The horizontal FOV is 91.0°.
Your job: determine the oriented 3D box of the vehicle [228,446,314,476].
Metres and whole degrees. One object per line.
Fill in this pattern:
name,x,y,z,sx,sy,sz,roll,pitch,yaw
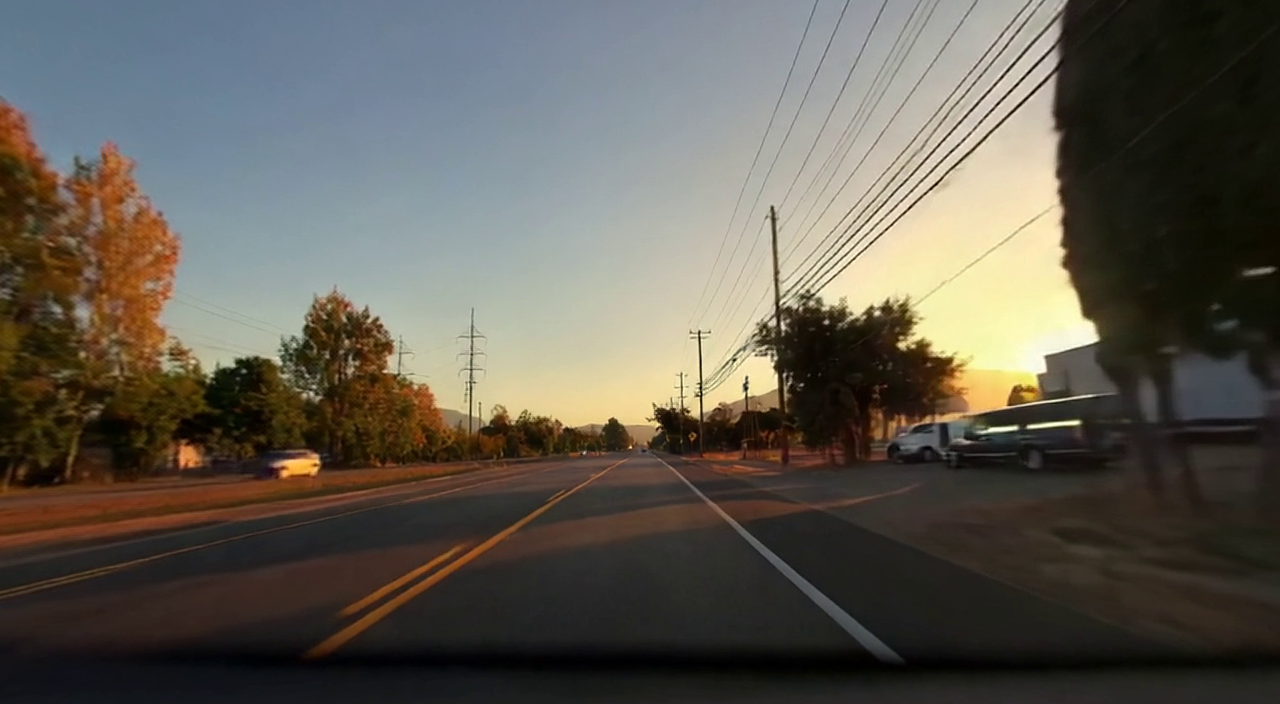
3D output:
vehicle,-24.951,7.364,42.908,2.240,1.879,5.771,0,-9,1

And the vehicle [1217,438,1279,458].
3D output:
vehicle,47.636,7.427,48.773,1.829,1.494,4.579,0,-9,6

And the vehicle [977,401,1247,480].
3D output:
vehicle,15.746,3.170,22.211,3.199,2.263,8.199,0,-9,0

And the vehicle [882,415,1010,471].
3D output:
vehicle,15.572,4.736,32.781,2.923,2.494,7.148,-1,-8,-1
